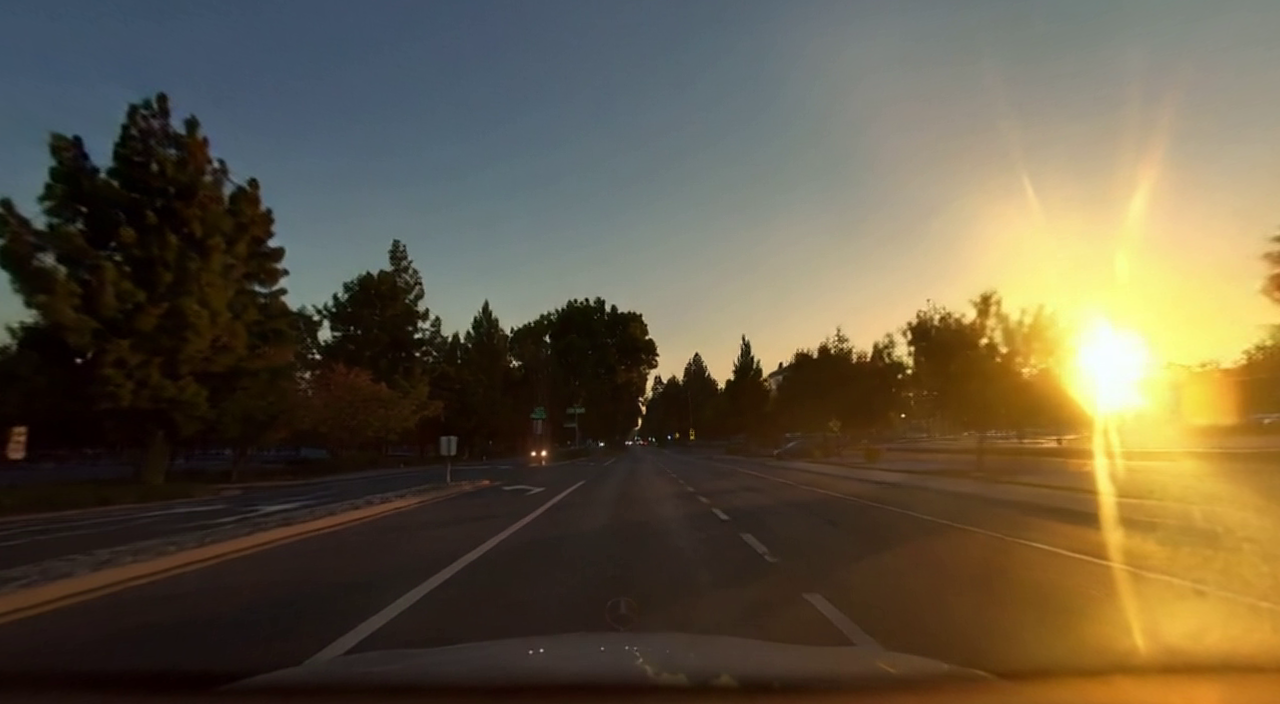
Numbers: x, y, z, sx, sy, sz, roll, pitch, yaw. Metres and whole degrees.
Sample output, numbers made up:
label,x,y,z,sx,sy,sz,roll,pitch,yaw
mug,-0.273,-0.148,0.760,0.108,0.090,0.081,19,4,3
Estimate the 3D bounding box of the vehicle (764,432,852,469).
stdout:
label,x,y,z,sx,sy,sz,roll,pitch,yaw
vehicle,12.254,7.207,46.401,5.581,1.926,2.324,-6,-6,-3
